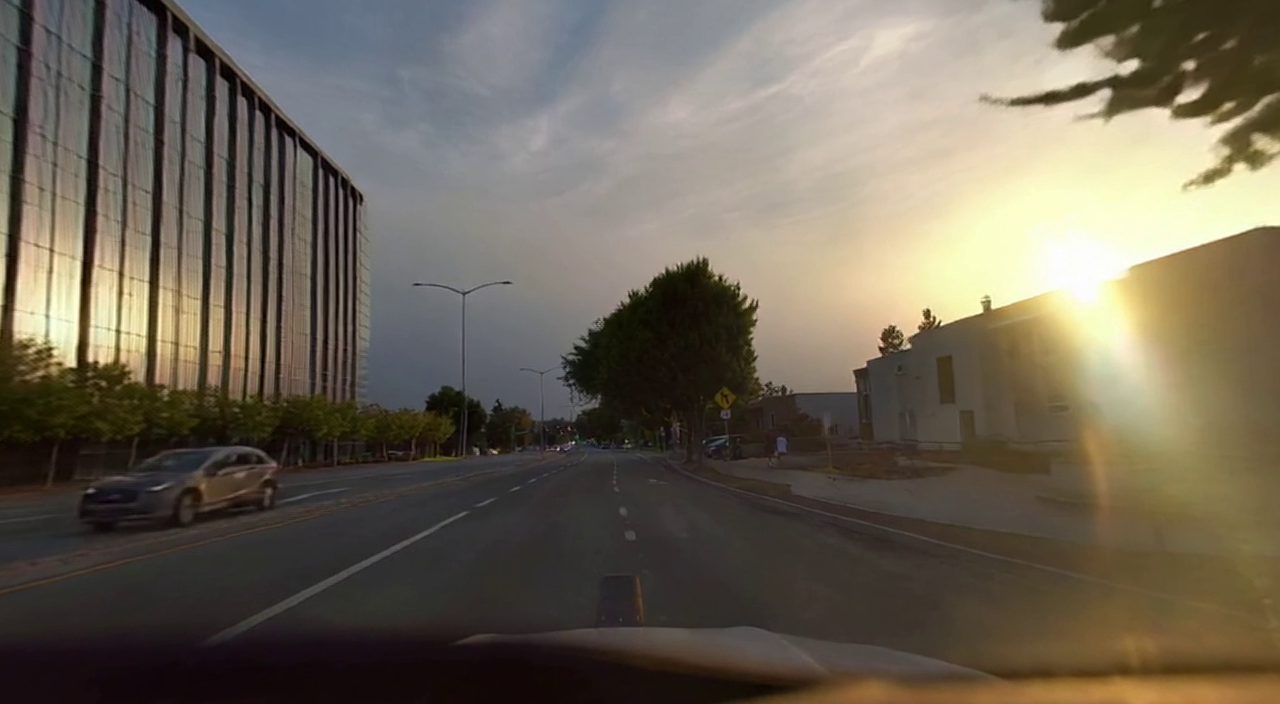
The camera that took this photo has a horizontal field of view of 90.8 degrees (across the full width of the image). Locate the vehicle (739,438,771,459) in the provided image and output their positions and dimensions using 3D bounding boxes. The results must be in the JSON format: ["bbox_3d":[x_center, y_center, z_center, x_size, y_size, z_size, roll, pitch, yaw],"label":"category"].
[{"bbox_3d":[8.829,7.423,48.587,1.842,1.535,3.638,0,-9,2],"label":"vehicle"}]

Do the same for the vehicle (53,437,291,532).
[{"bbox_3d":[-10.014,2.813,14.130,1.988,1.755,4.568,1,-9,-3],"label":"vehicle"}]

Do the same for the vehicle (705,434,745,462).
[{"bbox_3d":[6.379,7.287,47.956,2.160,1.944,5.086,0,-8,-2],"label":"vehicle"}]
